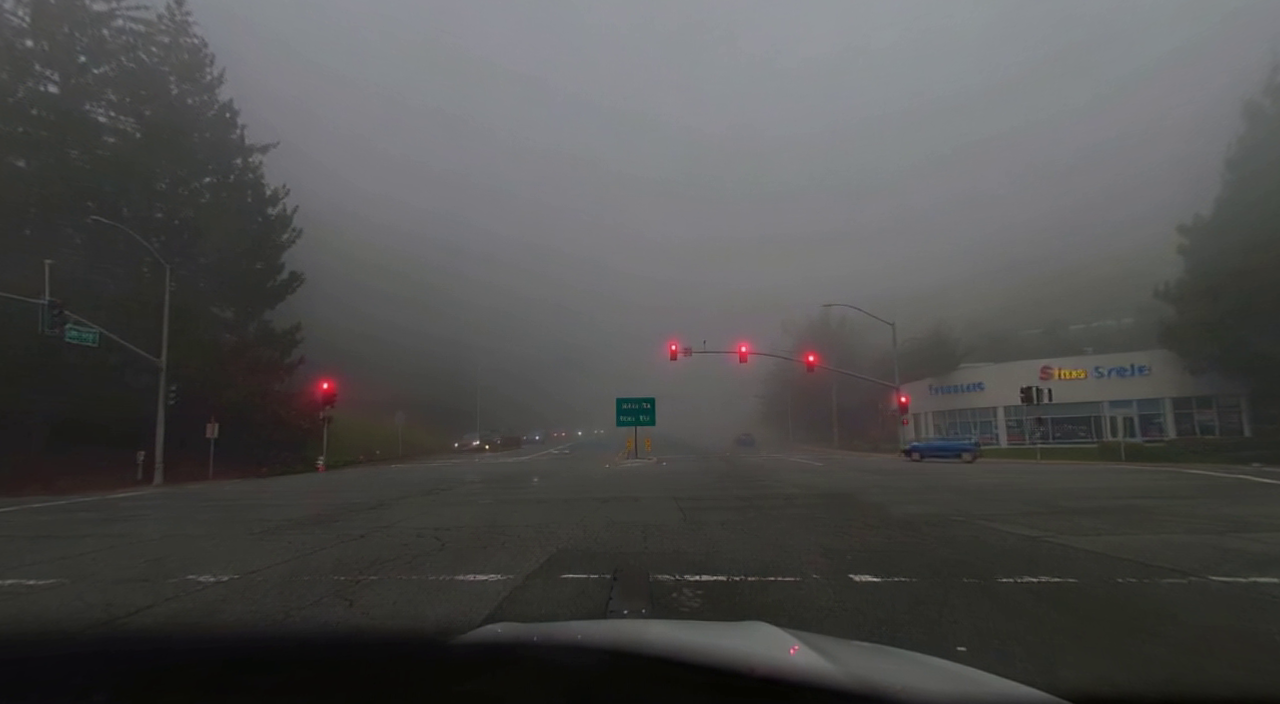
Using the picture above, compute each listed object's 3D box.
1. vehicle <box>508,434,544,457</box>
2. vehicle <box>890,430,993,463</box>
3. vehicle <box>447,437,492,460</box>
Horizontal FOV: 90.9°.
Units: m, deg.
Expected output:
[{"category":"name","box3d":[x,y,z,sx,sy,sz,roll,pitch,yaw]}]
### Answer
[{"category":"vehicle","box3d":[-8.070,6.668,45.082,1.920,1.546,4.086,0,-9,-1]},{"category":"vehicle","box3d":[16.376,5.140,34.362,4.667,1.664,1.936,-6,-11,36]},{"category":"vehicle","box3d":[-11.777,6.685,43.886,2.111,1.499,4.371,0,-9,-3]}]
